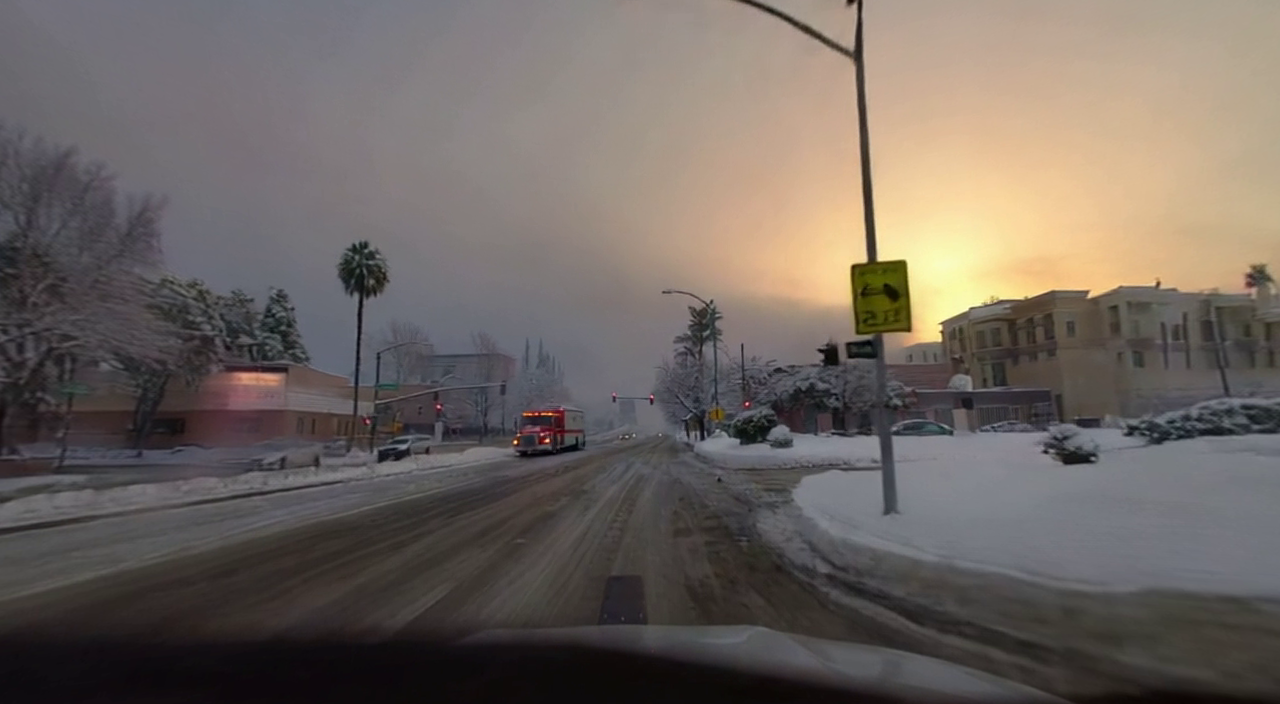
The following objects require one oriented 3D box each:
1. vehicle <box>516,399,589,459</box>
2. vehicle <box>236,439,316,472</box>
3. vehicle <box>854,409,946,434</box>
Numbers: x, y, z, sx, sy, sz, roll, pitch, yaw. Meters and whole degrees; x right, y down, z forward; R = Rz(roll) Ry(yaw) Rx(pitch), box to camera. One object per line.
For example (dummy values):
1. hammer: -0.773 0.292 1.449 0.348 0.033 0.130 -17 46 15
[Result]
1. vehicle: -5.978 5.723 45.487 3.008 3.730 11.786 0 -8 3
2. vehicle: -21.447 6.117 37.224 1.988 1.811 4.399 0 -8 2
3. vehicle: 15.690 4.214 38.082 4.663 1.457 2.045 0 -7 3
